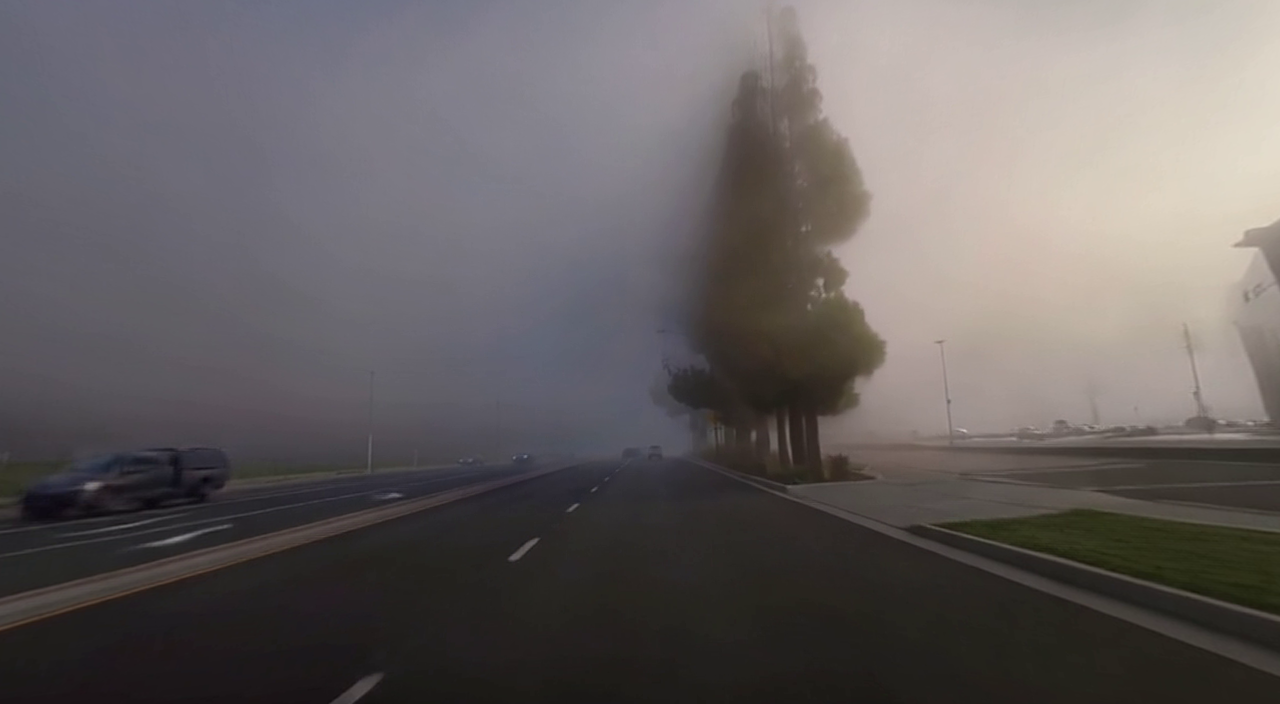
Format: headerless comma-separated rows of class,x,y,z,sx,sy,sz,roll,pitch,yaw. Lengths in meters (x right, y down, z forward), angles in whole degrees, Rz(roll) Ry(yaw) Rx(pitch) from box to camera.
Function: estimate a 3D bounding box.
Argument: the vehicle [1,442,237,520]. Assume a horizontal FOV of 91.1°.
vehicle,-13.486,3.311,16.798,2.145,1.754,4.777,0,-8,1
